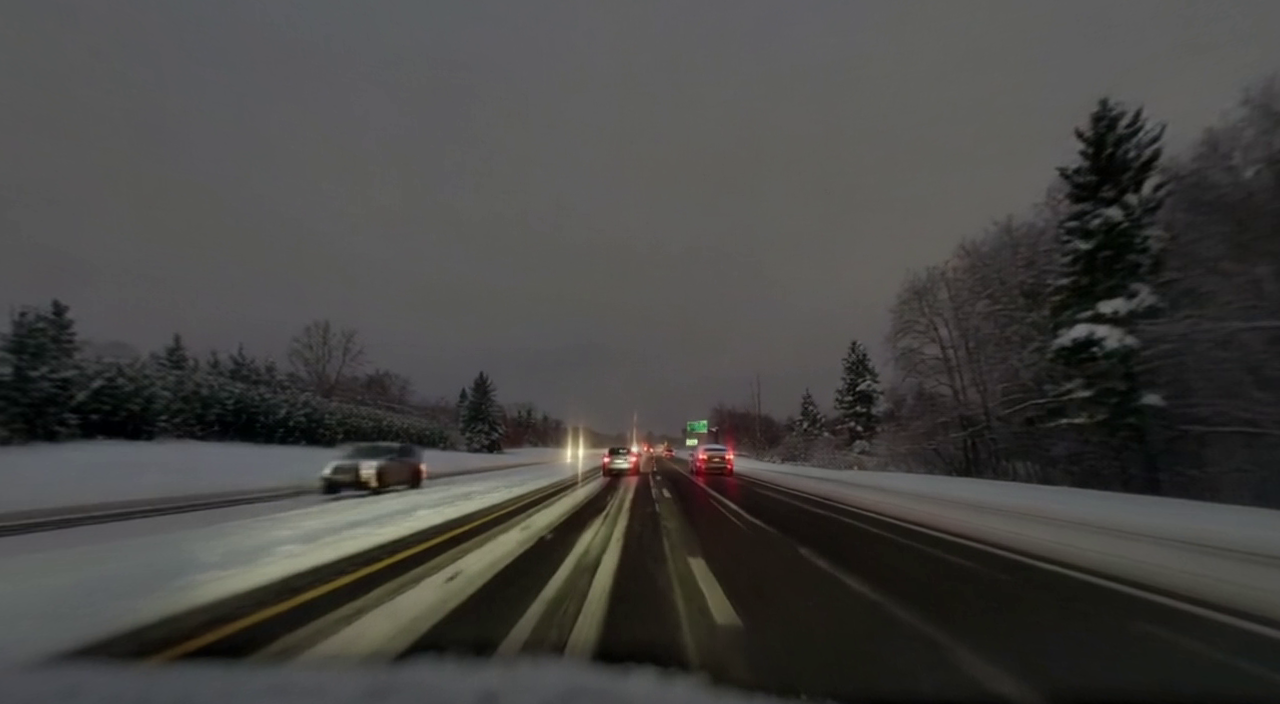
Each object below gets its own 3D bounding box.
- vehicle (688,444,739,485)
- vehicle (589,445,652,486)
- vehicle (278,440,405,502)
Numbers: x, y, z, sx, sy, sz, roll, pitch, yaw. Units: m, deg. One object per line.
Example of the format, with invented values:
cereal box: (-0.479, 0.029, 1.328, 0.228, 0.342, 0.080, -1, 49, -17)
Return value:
vehicle: (3.133, 4.771, 26.886, 1.969, 1.595, 3.964, -1, -9, 6)
vehicle: (-0.752, 4.796, 26.870, 2.084, 1.594, 4.219, -1, -9, 6)
vehicle: (-10.617, 4.242, 22.875, 2.164, 1.955, 5.285, 0, -9, -2)
